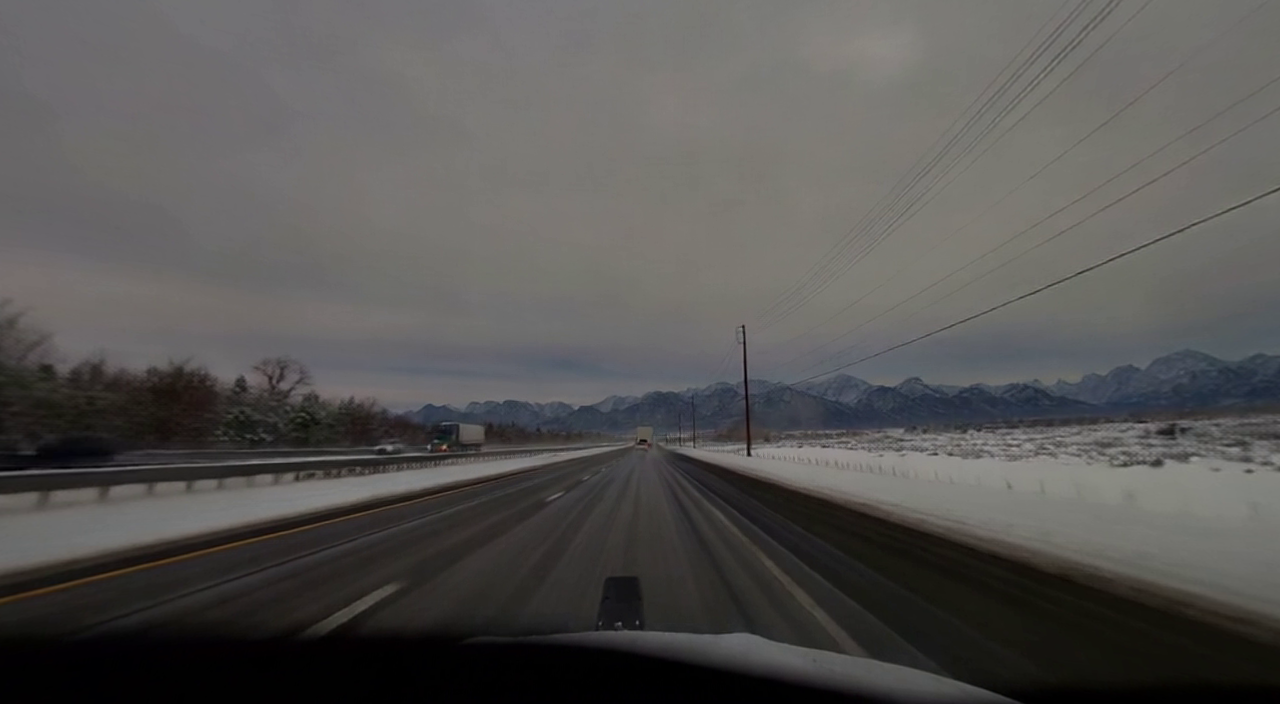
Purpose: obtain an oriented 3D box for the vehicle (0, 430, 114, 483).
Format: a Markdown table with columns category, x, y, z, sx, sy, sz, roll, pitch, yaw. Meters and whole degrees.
| category | x | y | z | sx | sy | sz | roll | pitch | yaw |
| --- | --- | --- | --- | --- | --- | --- | --- | --- | --- |
| vehicle | -22.442 | 3.796 | 23.092 | 2.156 | 1.749 | 4.634 | 0 | -8 | 1 |
